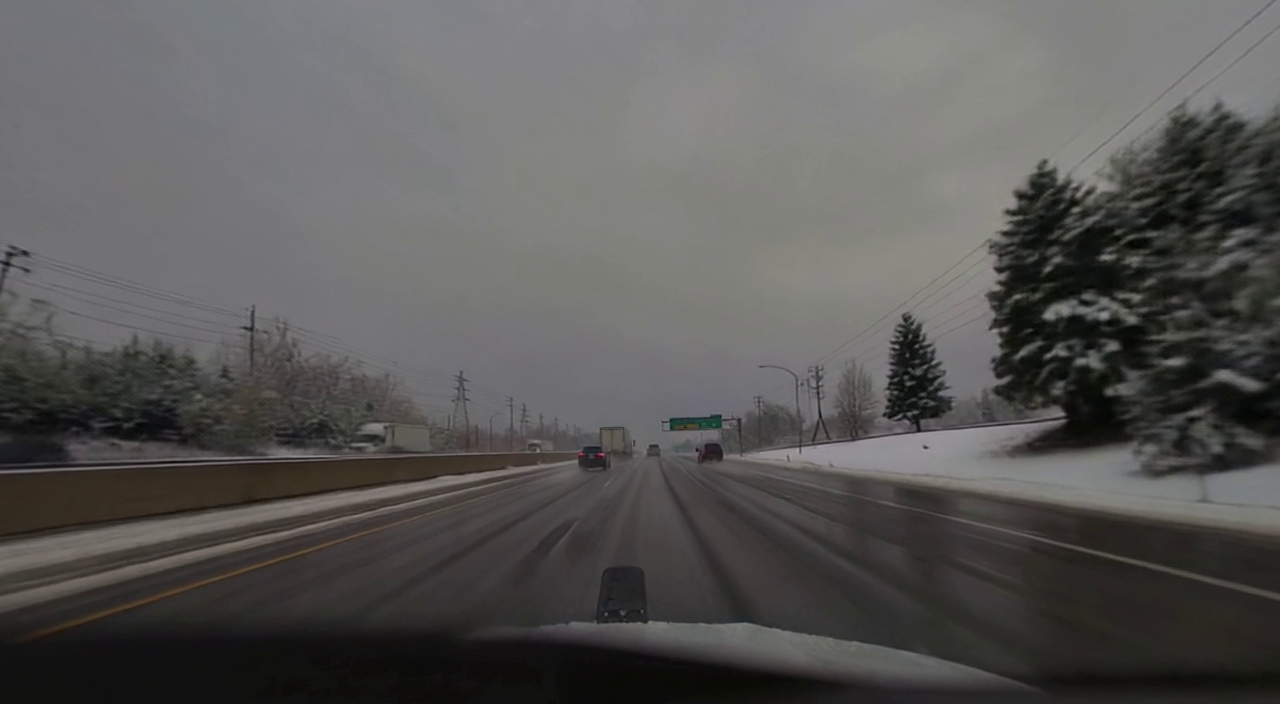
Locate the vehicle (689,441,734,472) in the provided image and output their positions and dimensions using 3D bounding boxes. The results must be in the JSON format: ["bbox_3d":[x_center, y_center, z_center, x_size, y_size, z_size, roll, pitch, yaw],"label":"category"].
[{"bbox_3d":[4.427,6.542,39.627,2.214,1.799,4.627,0,-9,-1],"label":"vehicle"}]

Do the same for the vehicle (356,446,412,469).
[{"bbox_3d":[-18.105,7.476,44.849,1.944,1.513,4.559,0,-9,2],"label":"vehicle"}]

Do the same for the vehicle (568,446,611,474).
[{"bbox_3d":[-2.777,6.062,35.513,2.004,1.498,4.043,0,-9,1],"label":"vehicle"}]
